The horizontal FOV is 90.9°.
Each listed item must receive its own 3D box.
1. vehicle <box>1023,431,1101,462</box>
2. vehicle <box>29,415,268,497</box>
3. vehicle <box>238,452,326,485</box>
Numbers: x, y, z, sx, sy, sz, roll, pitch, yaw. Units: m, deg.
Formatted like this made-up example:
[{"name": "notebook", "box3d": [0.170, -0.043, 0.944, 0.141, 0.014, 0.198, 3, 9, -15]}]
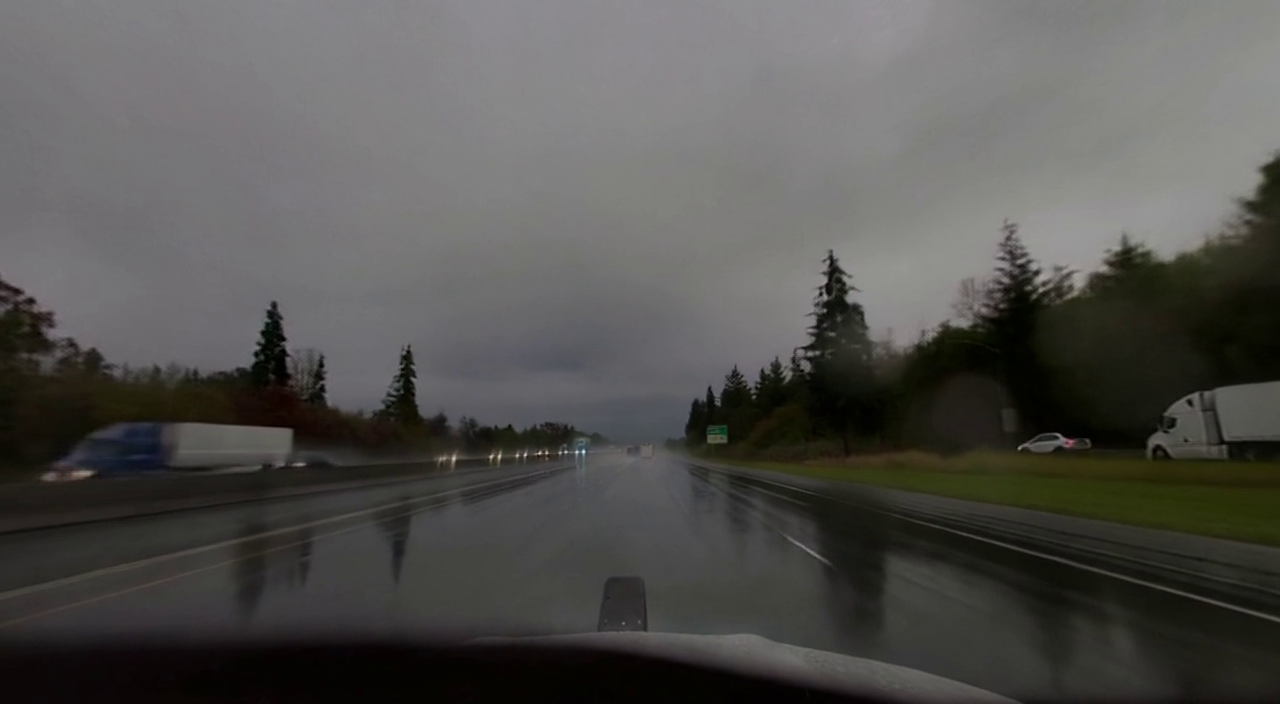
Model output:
[{"name": "vehicle", "box3d": [26.808, 6.025, 40.181, 2.038, 1.823, 3.744, 1, -9, -9]}, {"name": "vehicle", "box3d": [-28.530, 6.247, 38.345, 2.858, 3.971, 14.344, 0, -9, 1]}, {"name": "vehicle", "box3d": [-21.138, 6.877, 37.516, 1.997, 1.743, 5.137, 0, -9, 3]}]
